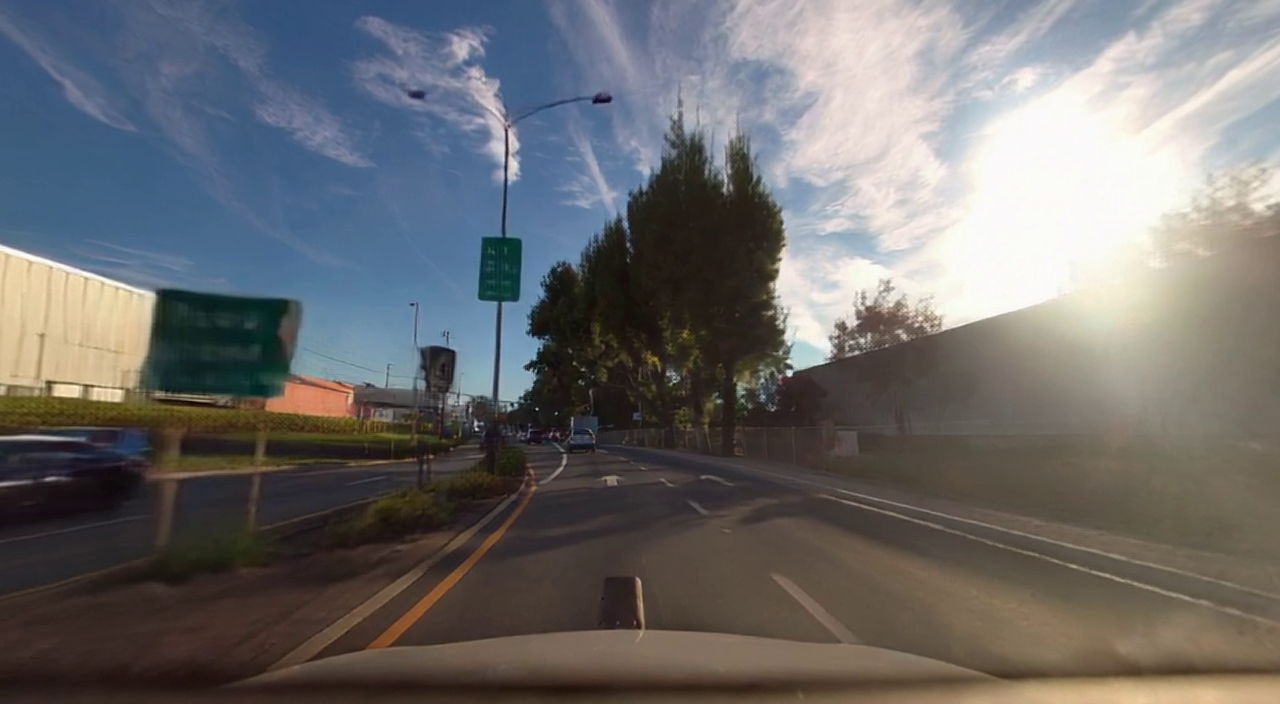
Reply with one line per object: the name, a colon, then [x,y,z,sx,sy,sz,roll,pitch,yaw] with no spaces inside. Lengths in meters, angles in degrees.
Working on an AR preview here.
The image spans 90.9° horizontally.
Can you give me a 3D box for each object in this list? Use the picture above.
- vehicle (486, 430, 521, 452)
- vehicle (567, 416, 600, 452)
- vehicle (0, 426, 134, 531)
vehicle: [-10.397,6.842,48.311,2.120,1.610,3.917,1,-8,-5]
vehicle: [-4.527,6.496,49.815,2.276,2.706,5.232,1,-8,-8]
vehicle: [-10.297,1.900,9.618,1.897,1.515,3.986,0,-8,-2]
